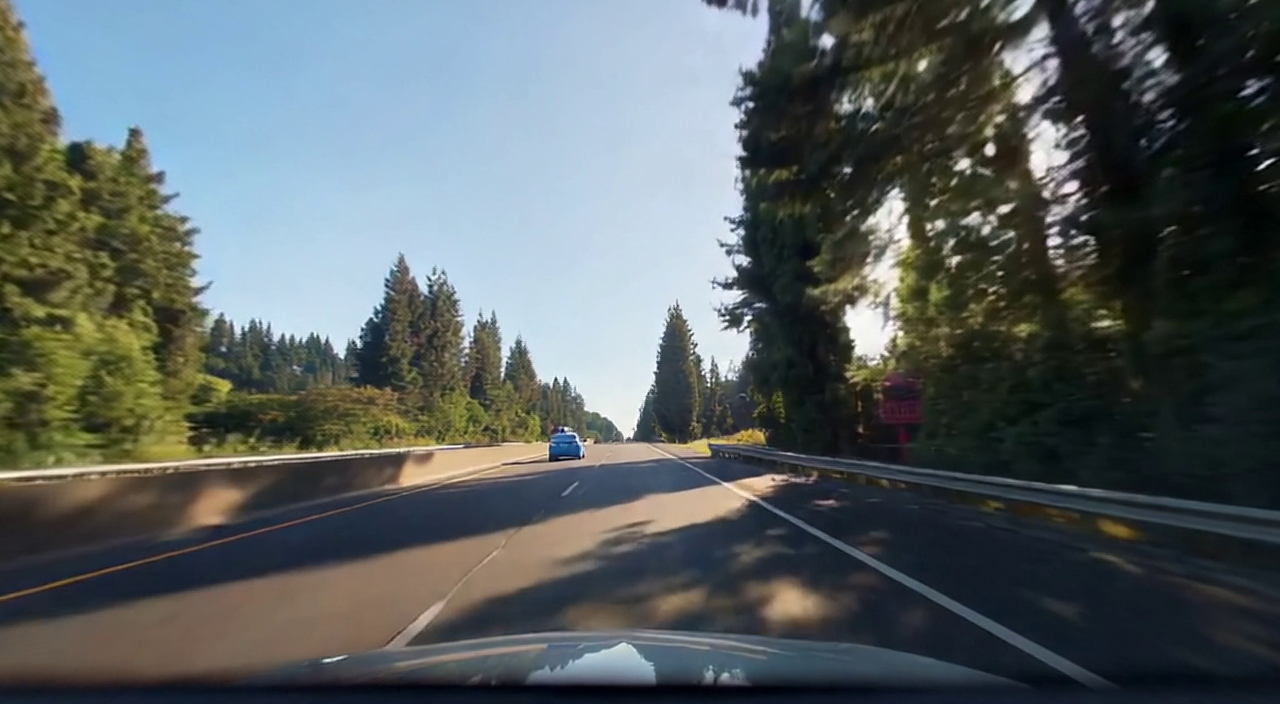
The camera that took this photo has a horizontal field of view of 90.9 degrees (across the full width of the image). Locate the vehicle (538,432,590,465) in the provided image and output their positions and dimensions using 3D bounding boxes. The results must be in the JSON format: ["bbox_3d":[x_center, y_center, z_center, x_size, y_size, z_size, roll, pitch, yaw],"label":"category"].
[{"bbox_3d":[-3.601,4.613,30.451,2.085,1.479,3.846,0,-8,-1],"label":"vehicle"}]
